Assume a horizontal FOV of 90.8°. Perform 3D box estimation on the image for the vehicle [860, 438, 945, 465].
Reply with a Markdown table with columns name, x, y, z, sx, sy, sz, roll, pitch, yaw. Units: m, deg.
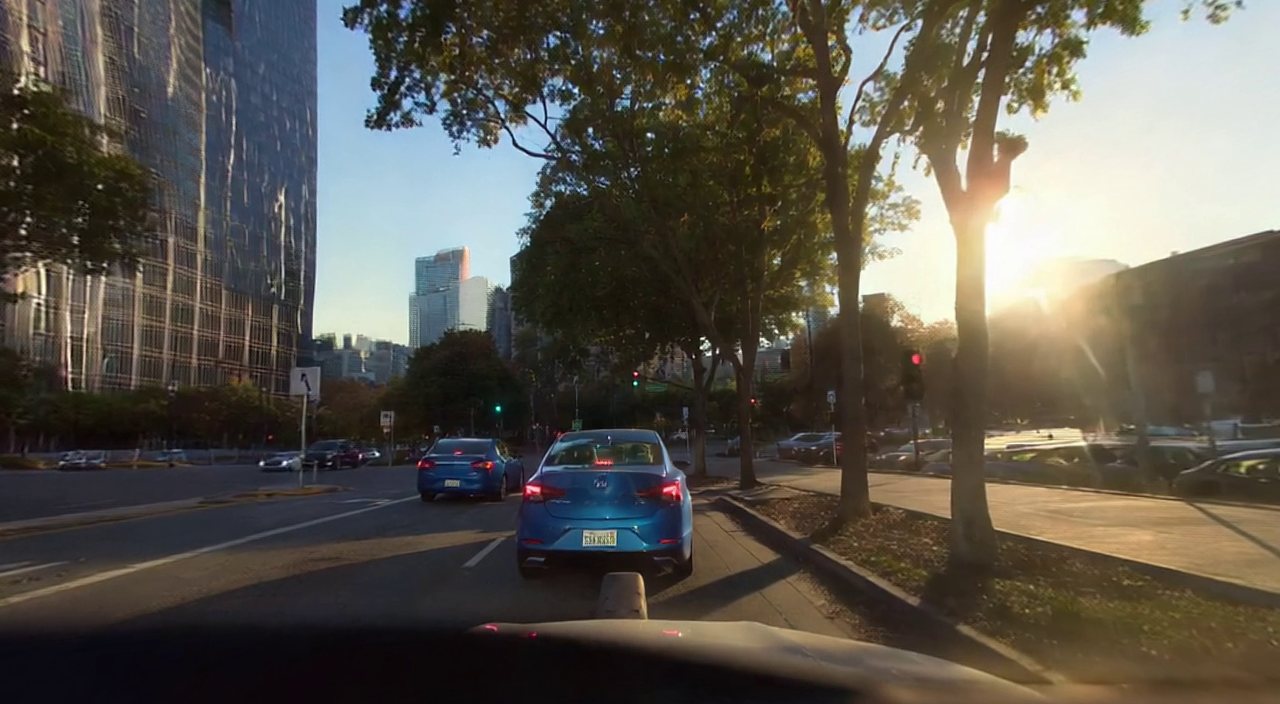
| name | x | y | z | sx | sy | sz | roll | pitch | yaw |
| --- | --- | --- | --- | --- | --- | --- | --- | --- | --- |
| vehicle | 16.088 | 6.091 | 38.846 | 4.419 | 1.619 | 1.894 | 1 | -9 | -8 |

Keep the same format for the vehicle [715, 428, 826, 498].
| name | x | y | z | sx | sy | sz | roll | pitch | yaw |
| --- | --- | --- | --- | --- | --- | --- | --- | --- | --- |
| vehicle | 3.421 | 3.012 | 17.511 | 2.028 | 1.678 | 4.220 | 0 | -8 | -2 |

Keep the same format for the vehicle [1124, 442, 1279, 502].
| name | x | y | z | sx | sy | sz | roll | pitch | yaw |
| --- | --- | --- | --- | --- | --- | --- | --- | --- | --- |
| vehicle | 15.182 | 3.035 | 16.272 | 3.951 | 1.418 | 1.842 | 0 | -8 | -3 |

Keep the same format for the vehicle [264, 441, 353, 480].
| name | x | y | z | sx | sy | sz | roll | pitch | yaw |
| --- | --- | --- | --- | --- | --- | --- | --- | --- | --- |
| vehicle | -16.441 | 5.393 | 31.629 | 2.101 | 1.776 | 4.550 | 0 | -8 | -2 |

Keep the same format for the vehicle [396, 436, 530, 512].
| name | x | y | z | sx | sy | sz | roll | pitch | yaw |
| --- | --- | --- | --- | --- | --- | --- | --- | --- | --- |
| vehicle | -3.780 | 2.658 | 14.255 | 1.998 | 1.452 | 3.773 | 0 | -8 | -1 |

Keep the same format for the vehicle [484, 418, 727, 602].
| name | x | y | z | sx | sy | sz | roll | pitch | yaw |
| --- | --- | --- | --- | --- | --- | --- | --- | --- | --- |
| vehicle | -0.353 | 1.645 | 7.506 | 2.045 | 1.533 | 4.183 | 0 | -8 | -2 |
